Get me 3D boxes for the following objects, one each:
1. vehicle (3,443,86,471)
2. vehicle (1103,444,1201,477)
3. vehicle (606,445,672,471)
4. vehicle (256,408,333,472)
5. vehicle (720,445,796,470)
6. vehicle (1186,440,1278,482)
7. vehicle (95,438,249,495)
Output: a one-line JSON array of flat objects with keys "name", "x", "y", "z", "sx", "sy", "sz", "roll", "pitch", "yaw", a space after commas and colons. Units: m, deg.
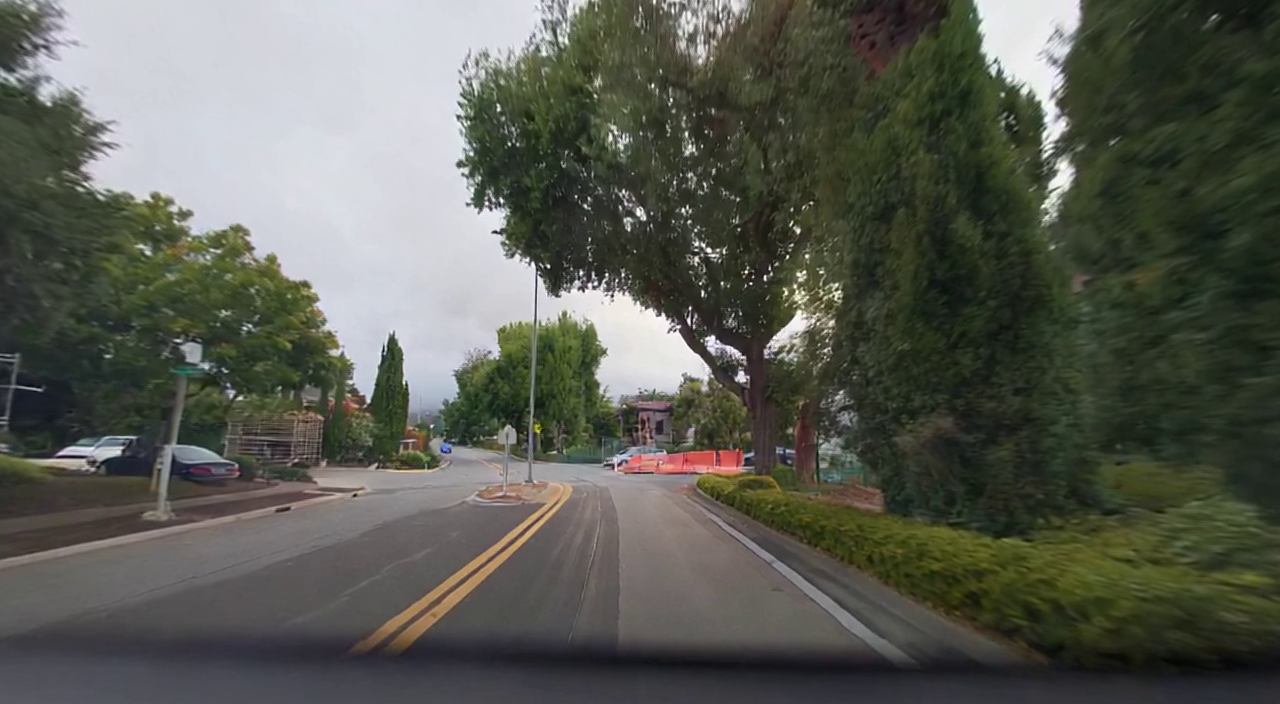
[{"name": "vehicle", "x": -33.152, "y": 5.870, "z": 35.223, "sx": 1.705, "sy": 1.465, "sz": 3.560, "roll": 2, "pitch": -9, "yaw": -13}, {"name": "vehicle", "x": 24.876, "y": 5.276, "z": 30.833, "sx": 1.888, "sy": 1.485, "sz": 4.798, "roll": -3, "pitch": -9, "yaw": 16}, {"name": "vehicle", "x": -0.092, "y": 6.640, "z": 39.449, "sx": 3.772, "sy": 1.531, "sz": 1.949, "roll": 2, "pitch": -9, "yaw": -11}, {"name": "vehicle", "x": -21.102, "y": 5.362, "z": 38.827, "sx": 2.438, "sy": 3.594, "sz": 5.582, "roll": 3, "pitch": -7, "yaw": -12}, {"name": "vehicle", "x": 7.519, "y": 6.732, "z": 40.335, "sx": 4.378, "sy": 1.543, "sz": 2.080, "roll": 0, "pitch": -9, "yaw": -2}, {"name": "vehicle", "x": 27.626, "y": 5.051, "z": 29.574, "sx": 1.869, "sy": 1.662, "sz": 4.437, "roll": 2, "pitch": -7, "yaw": 26}, {"name": "vehicle", "x": -14.566, "y": 3.596, "z": 19.980, "sx": 1.871, "sy": 1.568, "sz": 4.420, "roll": 0, "pitch": -10, "yaw": -7}]
